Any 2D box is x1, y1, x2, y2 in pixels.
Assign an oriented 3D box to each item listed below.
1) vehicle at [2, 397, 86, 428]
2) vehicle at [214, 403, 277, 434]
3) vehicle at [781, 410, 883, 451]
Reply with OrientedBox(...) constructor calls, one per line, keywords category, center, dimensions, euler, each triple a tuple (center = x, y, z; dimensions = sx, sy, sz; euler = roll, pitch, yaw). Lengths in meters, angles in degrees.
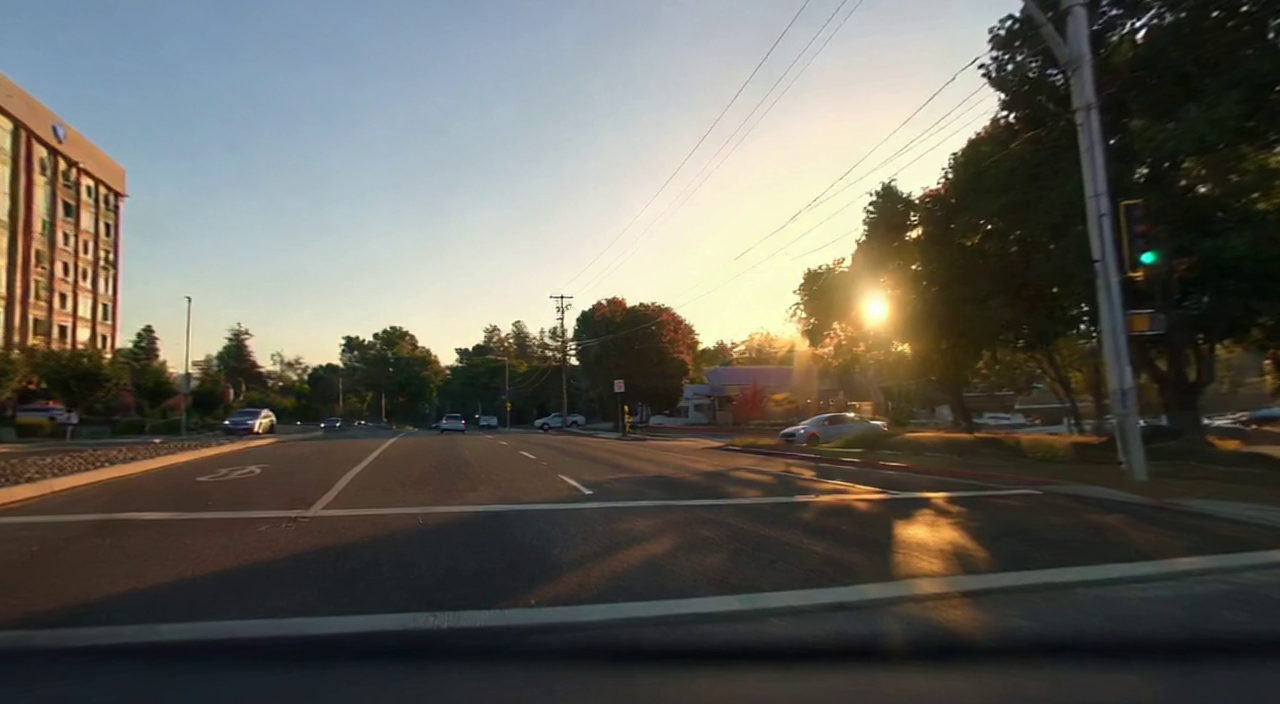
OrientedBox(category="vehicle", center=(-44.006, 4.492, 46.448), dimensions=(3.770, 1.737, 2.102), euler=(5, -17, -20))
OrientedBox(category="vehicle", center=(-23.585, 4.039, 37.694), dimensions=(2.060, 1.618, 4.203), euler=(3, -9, -17))
OrientedBox(category="vehicle", center=(9.005, 3.693, 29.511), dimensions=(4.030, 1.483, 1.859), euler=(-2, -12, -17))
